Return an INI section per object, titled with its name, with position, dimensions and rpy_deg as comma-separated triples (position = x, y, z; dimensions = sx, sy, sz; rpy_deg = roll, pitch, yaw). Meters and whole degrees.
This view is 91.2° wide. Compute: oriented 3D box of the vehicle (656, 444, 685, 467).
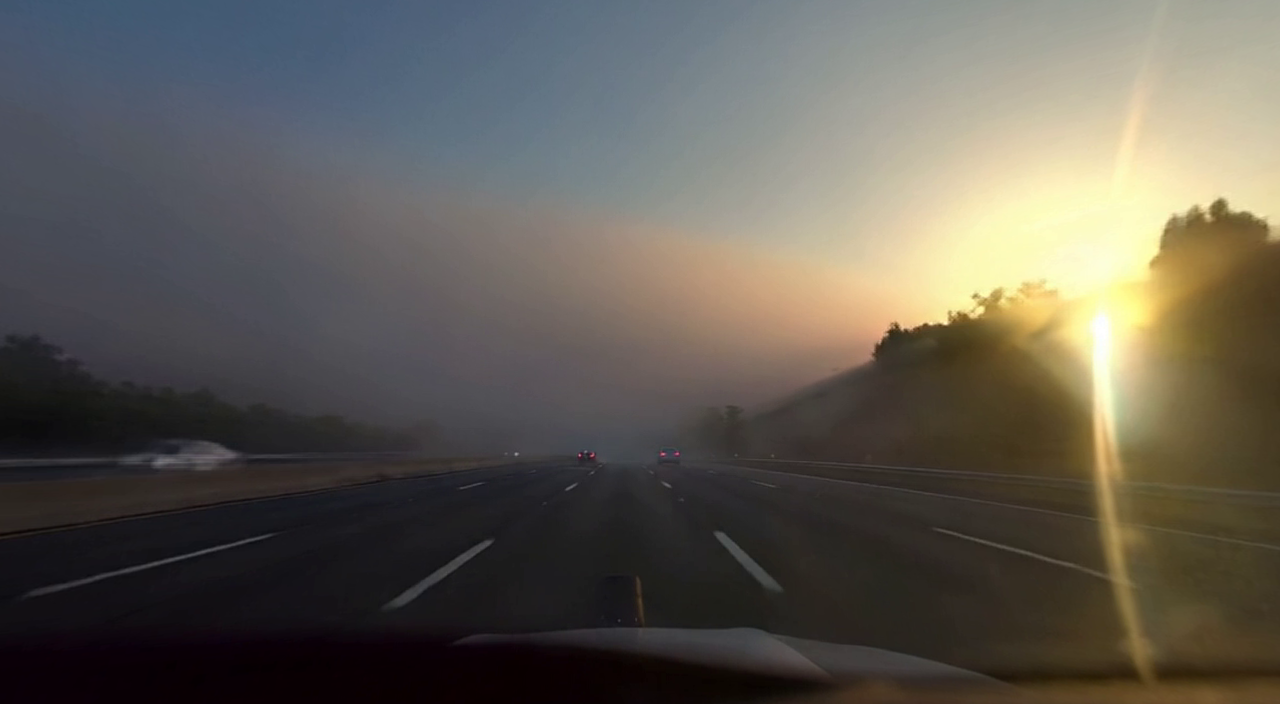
[vehicle]
position = 2.182, 7.540, 45.633
dimensions = 1.895, 1.555, 4.030
rpy_deg = 0, -9, 0
